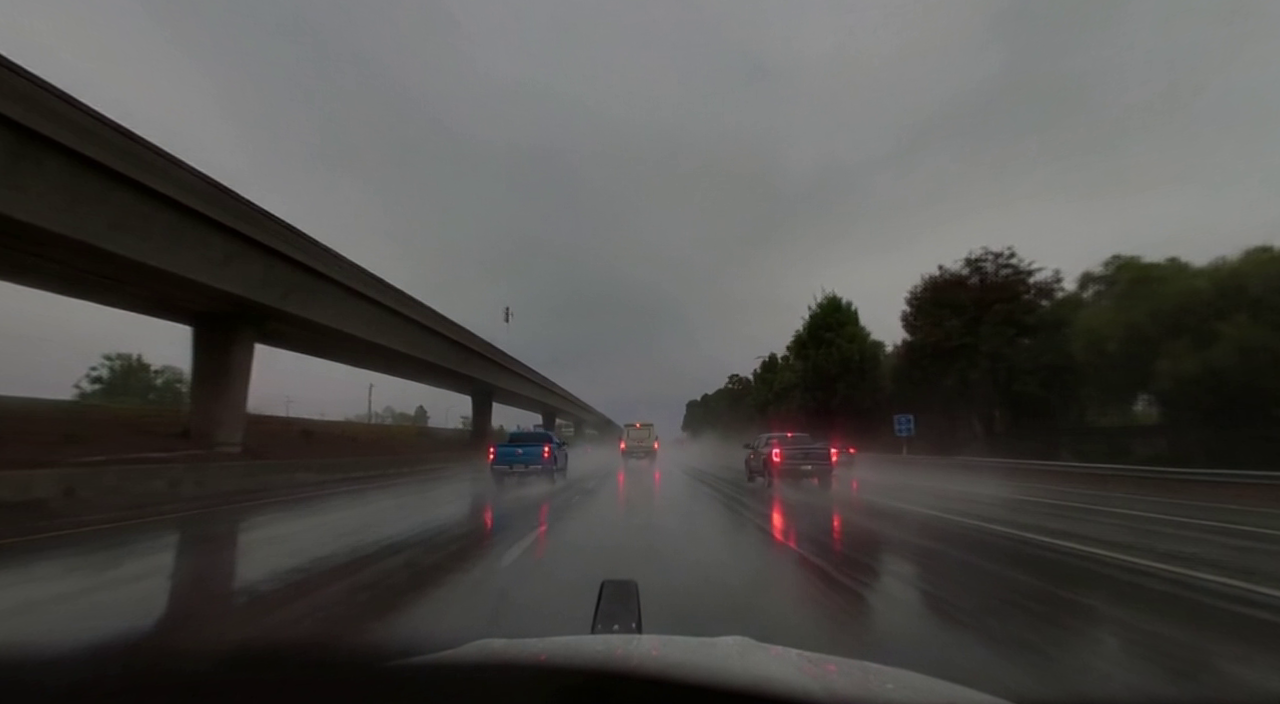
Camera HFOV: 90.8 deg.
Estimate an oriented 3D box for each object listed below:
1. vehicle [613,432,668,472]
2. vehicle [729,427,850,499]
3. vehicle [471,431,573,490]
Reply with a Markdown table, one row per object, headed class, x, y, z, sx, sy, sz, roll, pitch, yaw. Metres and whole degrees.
| class | x | y | z | sx | sy | sz | roll | pitch | yaw |
| --- | --- | --- | --- | --- | --- | --- | --- | --- | --- |
| vehicle | 0.019 | 5.198 | 32.943 | 2.572 | 1.837 | 5.693 | 0 | -9 | 0 |
| vehicle | 3.776 | 2.893 | 16.749 | 2.119 | 1.653 | 4.000 | 0 | -9 | -1 |
| vehicle | -3.756 | 3.594 | 21.245 | 2.535 | 1.715 | 5.030 | 0 | -9 | -1 |
